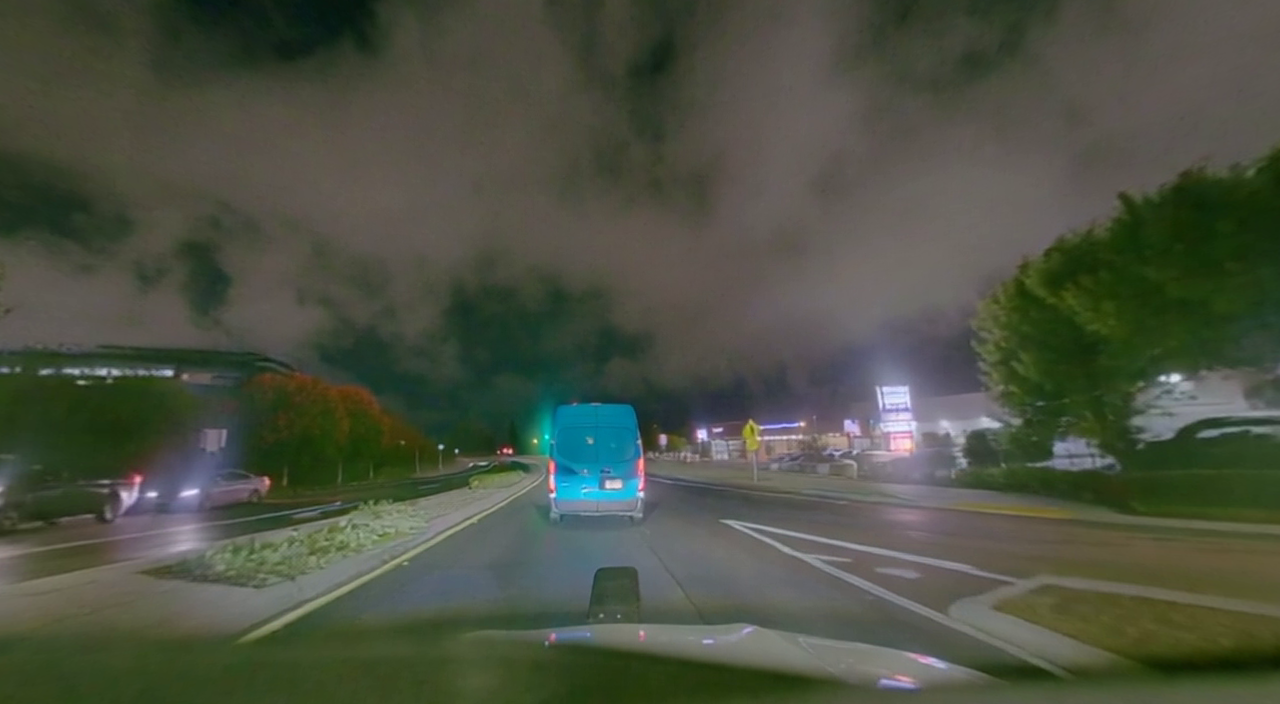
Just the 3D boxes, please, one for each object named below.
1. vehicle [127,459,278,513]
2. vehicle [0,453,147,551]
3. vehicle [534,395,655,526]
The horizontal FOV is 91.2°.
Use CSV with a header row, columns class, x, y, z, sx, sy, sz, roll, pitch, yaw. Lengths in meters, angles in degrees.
class,x,y,z,sx,sy,sz,roll,pitch,yaw
vehicle,-15.918,4.840,23.165,1.938,1.688,4.523,-1,-9,7
vehicle,-12.260,2.903,12.374,2.114,1.668,3.747,-2,-9,-3
vehicle,-1.223,2.638,15.626,2.432,2.624,5.670,1,-9,-6
